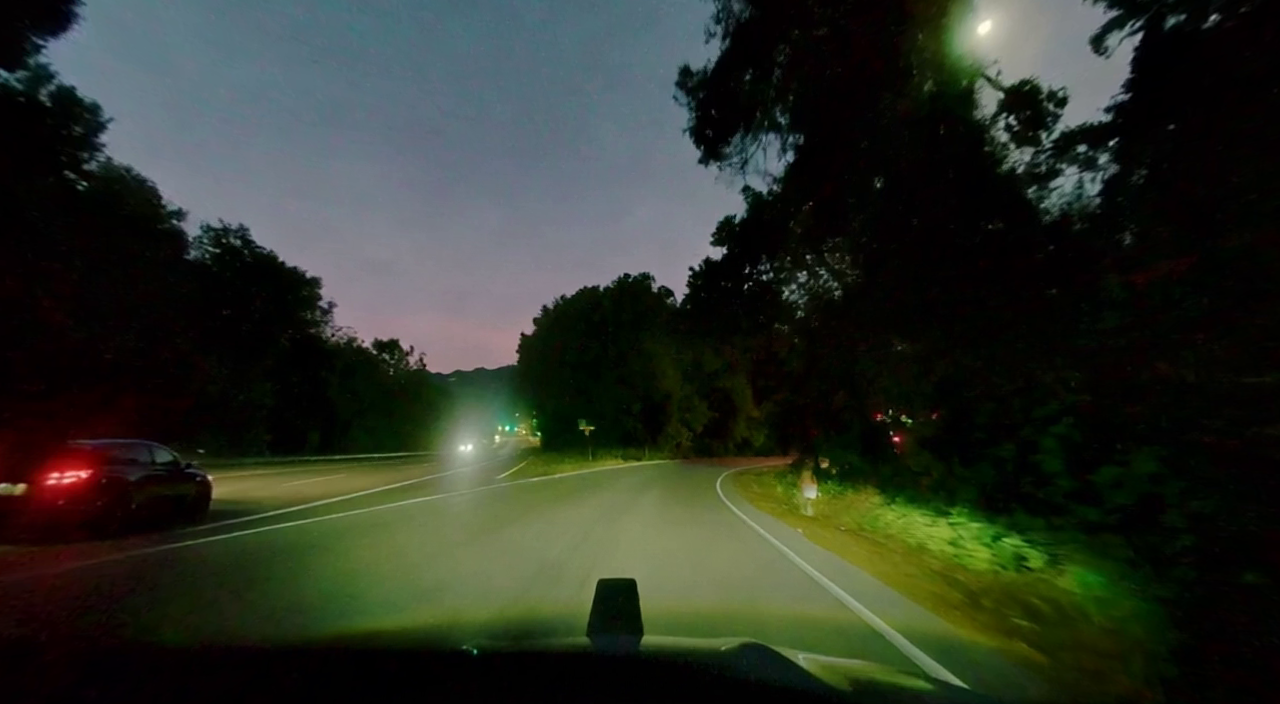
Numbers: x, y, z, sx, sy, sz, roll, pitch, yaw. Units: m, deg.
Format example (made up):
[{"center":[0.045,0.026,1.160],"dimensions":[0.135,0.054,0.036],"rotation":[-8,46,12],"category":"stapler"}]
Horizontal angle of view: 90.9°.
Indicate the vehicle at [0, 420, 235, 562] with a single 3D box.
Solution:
[{"center":[-8.210,1.851,9.049],"dimensions":[2.015,1.517,4.991],"rotation":[1,-9,-8],"category":"vehicle"}]
